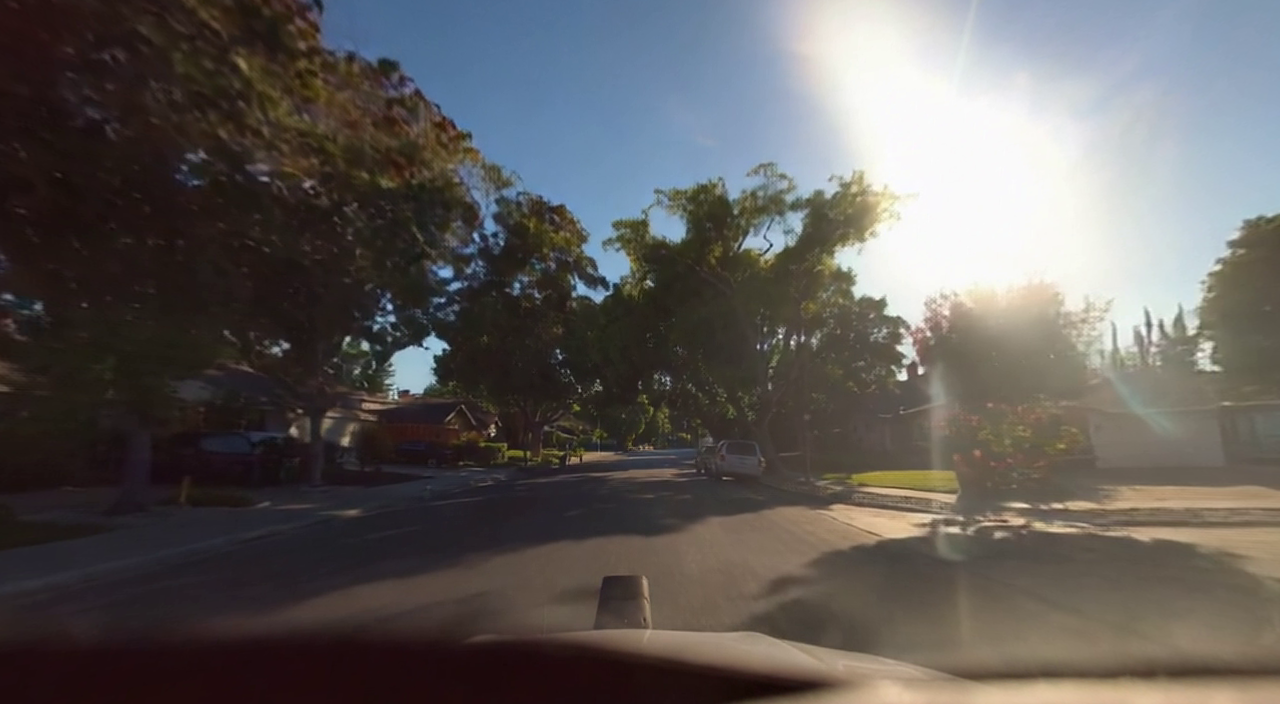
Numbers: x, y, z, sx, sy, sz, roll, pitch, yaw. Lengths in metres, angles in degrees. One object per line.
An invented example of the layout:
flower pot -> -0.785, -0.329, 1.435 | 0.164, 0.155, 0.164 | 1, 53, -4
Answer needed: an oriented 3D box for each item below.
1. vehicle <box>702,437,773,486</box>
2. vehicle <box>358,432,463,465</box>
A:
vehicle -> 3.787, 4.331, 25.245 | 2.046, 1.760, 4.570 | 0, -8, -1
vehicle -> -12.555, 5.290, 34.629 | 4.906, 1.564, 1.988 | 1, -8, 6
